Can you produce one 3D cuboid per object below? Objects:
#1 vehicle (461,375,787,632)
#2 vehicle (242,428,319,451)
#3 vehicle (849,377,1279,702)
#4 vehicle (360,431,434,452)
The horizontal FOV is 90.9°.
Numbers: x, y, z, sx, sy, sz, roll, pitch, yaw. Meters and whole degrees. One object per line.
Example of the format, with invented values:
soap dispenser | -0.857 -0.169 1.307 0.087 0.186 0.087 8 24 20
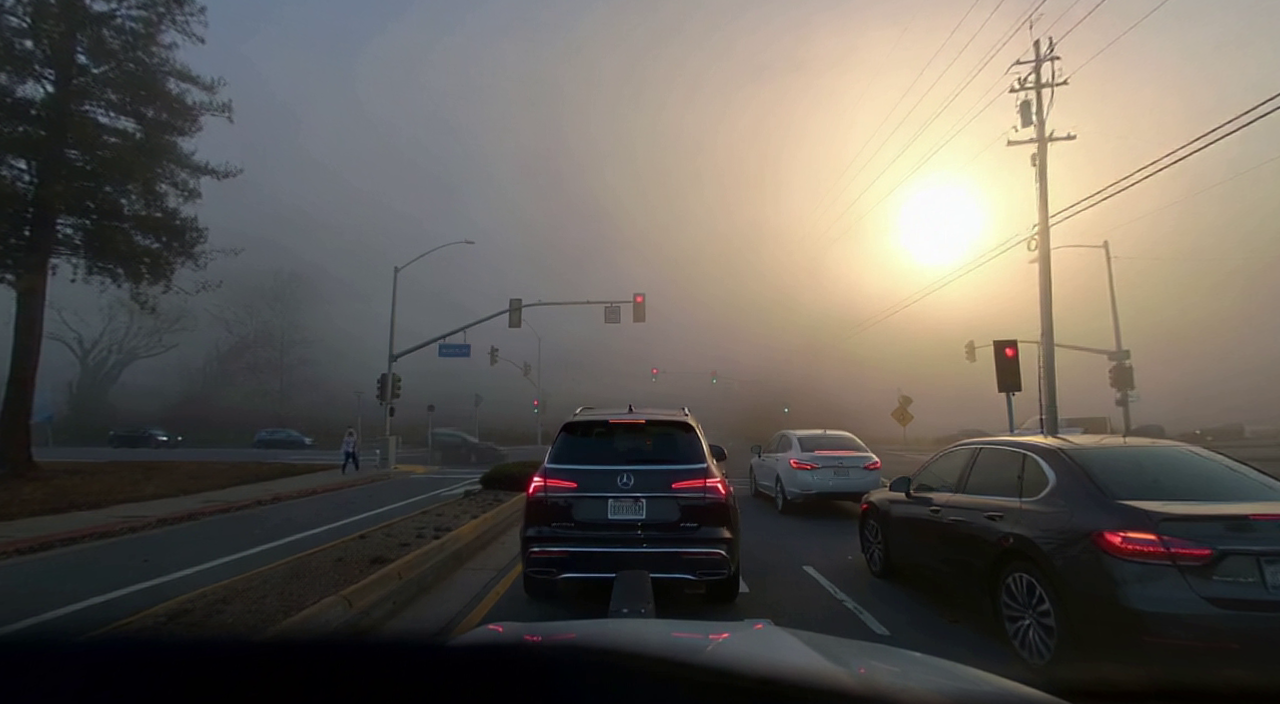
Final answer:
vehicle | -0.160 1.379 6.714 2.271 1.786 4.443 0 -8 -1
vehicle | -26.868 6.533 47.193 4.587 1.639 1.878 0 -8 1
vehicle | 3.540 1.291 5.555 1.948 1.677 4.437 0 -8 1
vehicle | -17.780 6.562 46.352 4.607 1.478 1.995 0 -8 0
